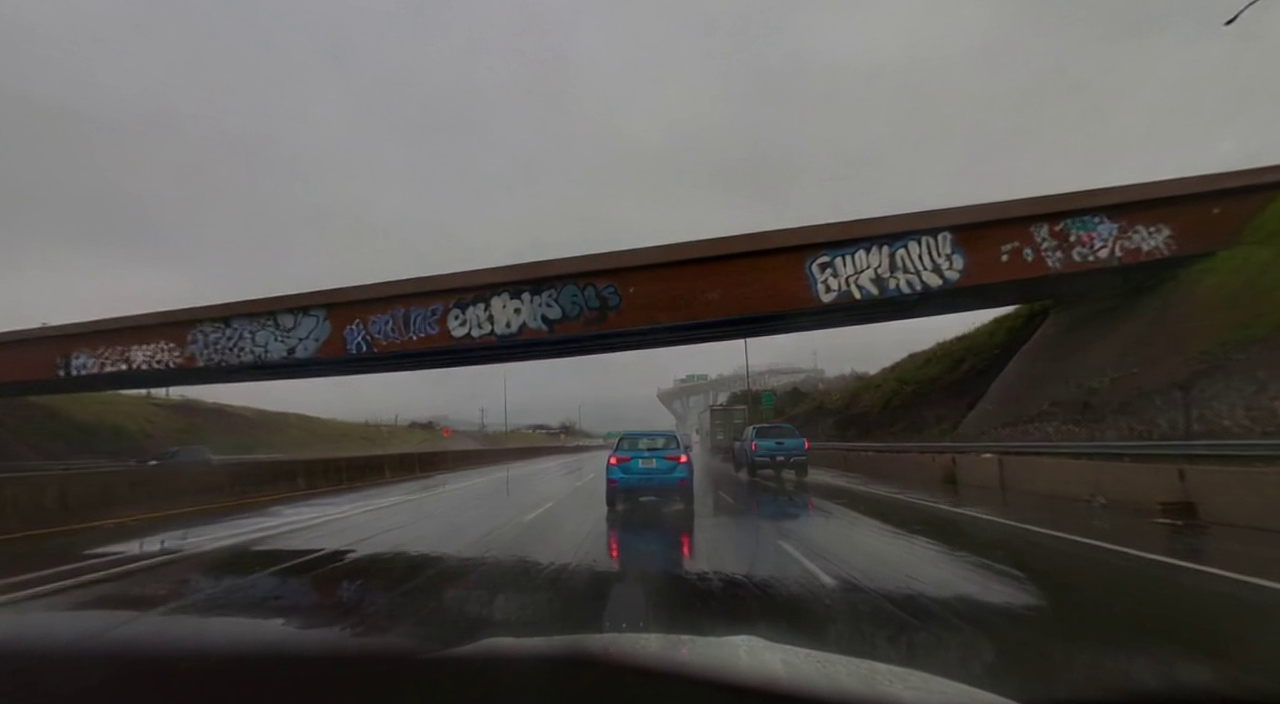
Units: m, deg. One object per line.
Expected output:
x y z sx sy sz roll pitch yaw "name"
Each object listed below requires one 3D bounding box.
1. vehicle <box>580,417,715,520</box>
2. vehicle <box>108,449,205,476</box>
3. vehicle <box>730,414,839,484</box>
0.156 2.199 12.307 2.193 1.651 3.946 -1 -8 1 "vehicle"
-34.158 7.802 44.792 1.965 1.698 5.574 -2 -8 7 "vehicle"
4.462 3.154 20.621 2.311 1.922 5.977 -1 -8 2 "vehicle"
